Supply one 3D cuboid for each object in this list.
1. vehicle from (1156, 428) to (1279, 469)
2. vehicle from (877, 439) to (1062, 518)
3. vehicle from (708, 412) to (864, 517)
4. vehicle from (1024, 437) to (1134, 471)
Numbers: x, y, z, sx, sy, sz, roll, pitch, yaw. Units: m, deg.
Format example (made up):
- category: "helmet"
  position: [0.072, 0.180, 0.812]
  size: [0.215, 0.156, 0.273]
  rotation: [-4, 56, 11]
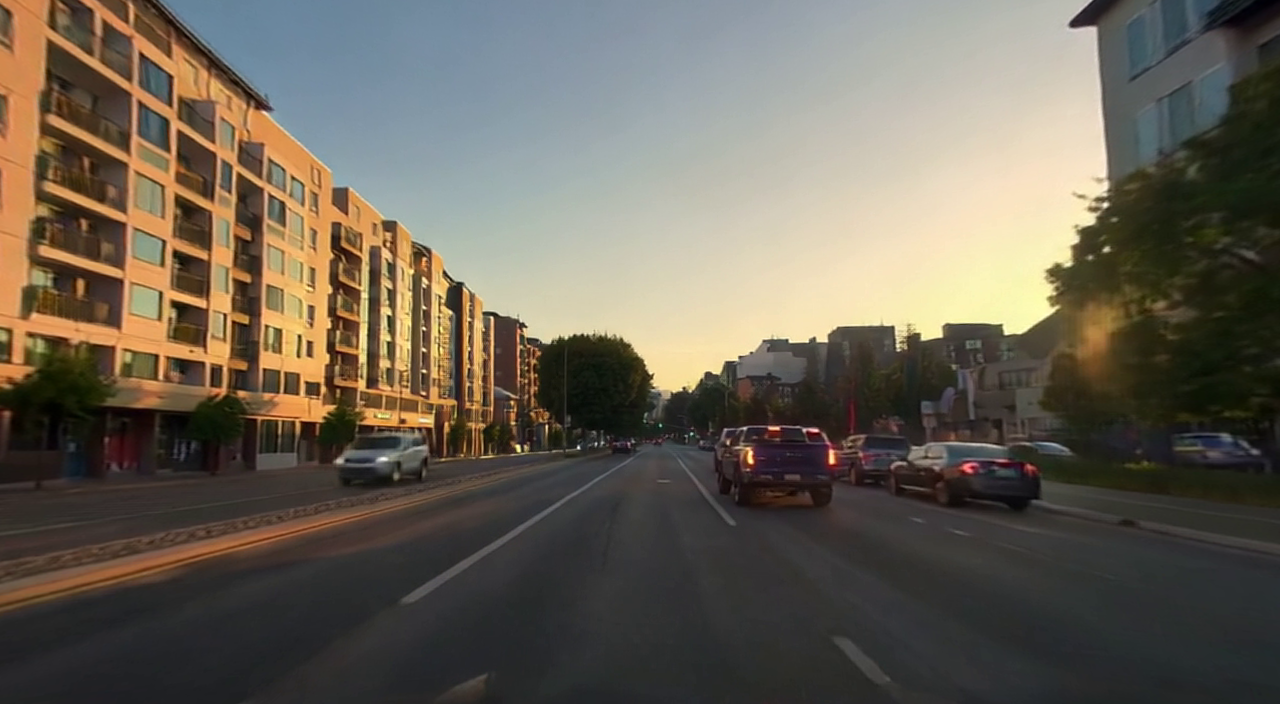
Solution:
- category: "vehicle"
  position: [26.283, 4.392, 28.836]
  size: [1.887, 1.696, 4.337]
  rotation: [-1, -8, 4]
- category: "vehicle"
  position: [7.016, 2.700, 14.083]
  size: [1.795, 1.459, 4.333]
  rotation: [0, -9, 0]
- category: "vehicle"
  position: [2.812, 2.334, 13.560]
  size: [2.130, 1.787, 5.126]
  rotation: [0, -8, 0]
- category: "vehicle"
  position: [20.828, 4.845, 30.264]
  size: [1.780, 1.474, 4.533]
  rotation: [0, -8, -4]
